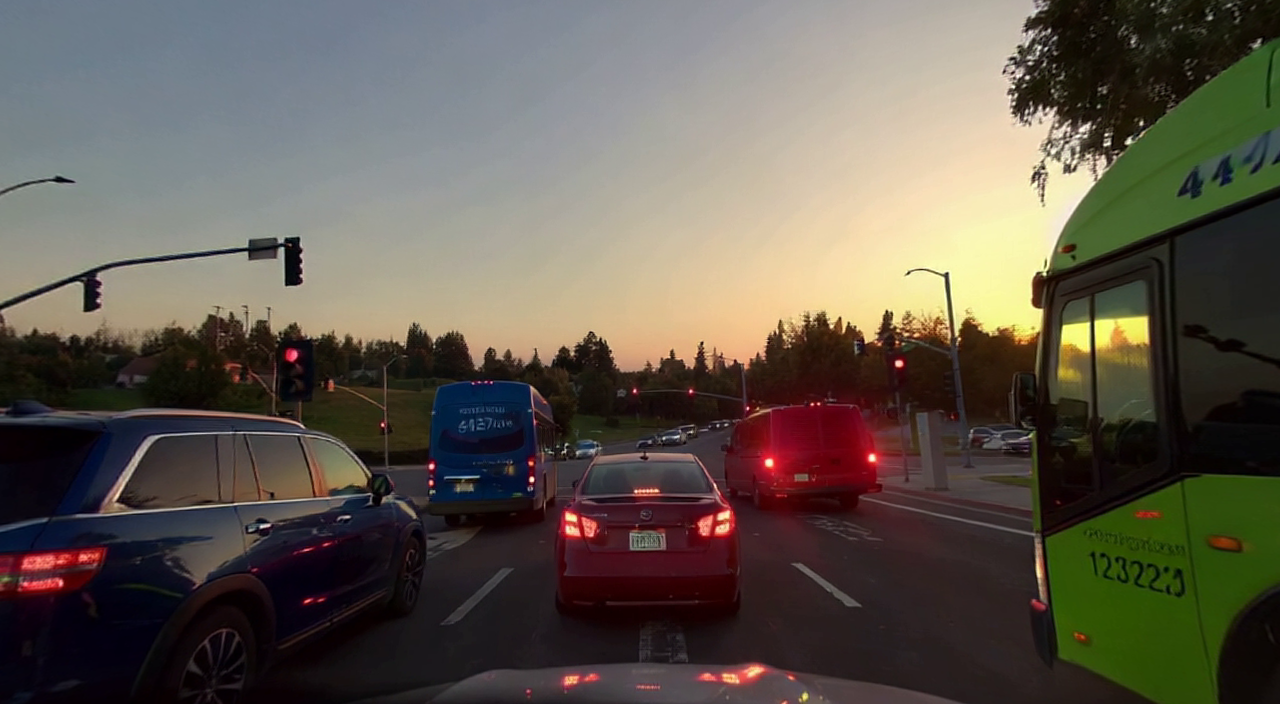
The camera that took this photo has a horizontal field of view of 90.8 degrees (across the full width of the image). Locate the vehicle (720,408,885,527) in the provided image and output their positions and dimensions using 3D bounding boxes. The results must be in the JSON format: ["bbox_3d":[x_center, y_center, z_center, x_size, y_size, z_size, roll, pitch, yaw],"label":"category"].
[{"bbox_3d":[3.150,2.400,13.672,2.143,2.036,5.367,0,-8,0],"label":"vehicle"}]

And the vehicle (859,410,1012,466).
[{"bbox_3d":[17.593,5.145,37.927,7.839,3.213,2.628,0,-8,-3],"label":"vehicle"}]

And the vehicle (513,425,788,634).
[{"bbox_3d":[0.066,1.551,6.435,1.976,1.485,3.624,0,-8,0],"label":"vehicle"}]

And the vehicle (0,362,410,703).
[{"bbox_3d":[-3.405,1.182,4.639,1.921,1.701,3.989,0,-8,0],"label":"vehicle"}]

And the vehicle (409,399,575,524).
[{"bbox_3d":[-2.923,2.355,13.987,2.335,2.221,5.165,0,-8,1],"label":"vehicle"}]

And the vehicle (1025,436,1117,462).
[{"bbox_3d":[25.873,5.828,37.998,4.229,1.489,1.794,0,-9,-2],"label":"vehicle"}]
